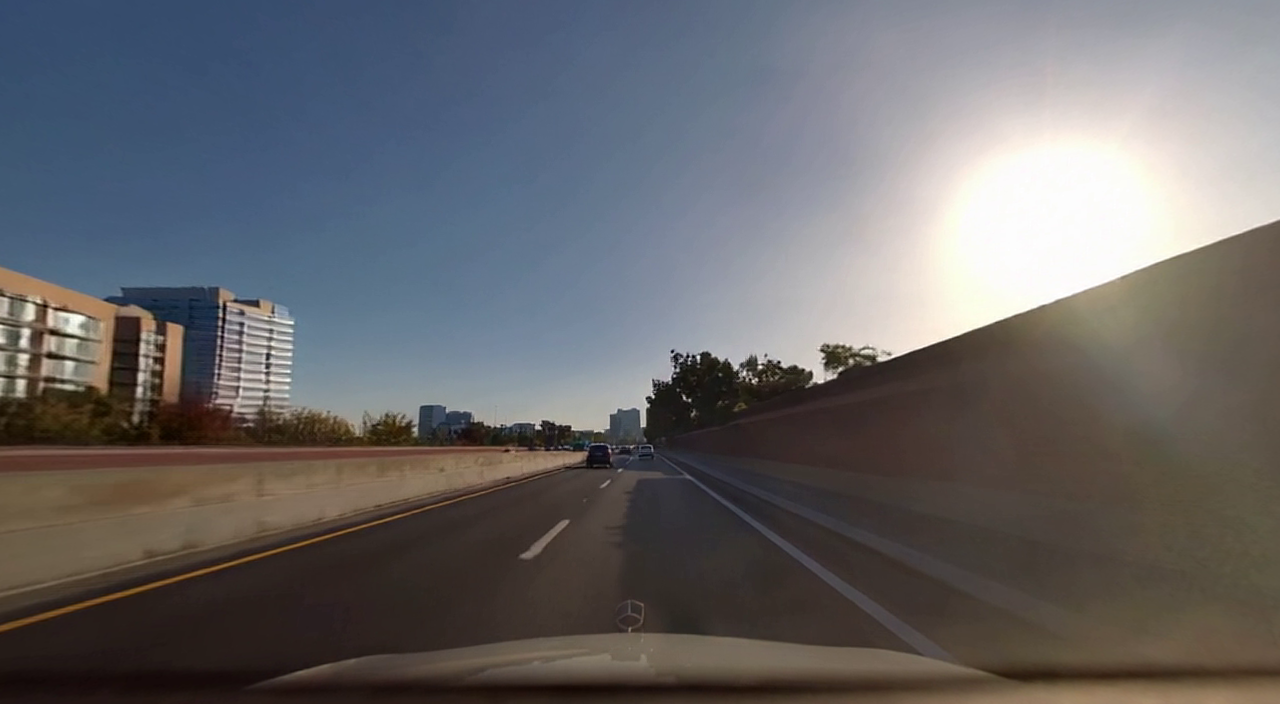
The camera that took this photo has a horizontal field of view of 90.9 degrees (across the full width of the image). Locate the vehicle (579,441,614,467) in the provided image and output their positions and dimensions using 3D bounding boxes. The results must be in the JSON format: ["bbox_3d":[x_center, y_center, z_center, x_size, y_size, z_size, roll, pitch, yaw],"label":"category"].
[{"bbox_3d":[-3.144,7.472,46.488,2.159,1.793,5.027,-1,-9,1],"label":"vehicle"}]
